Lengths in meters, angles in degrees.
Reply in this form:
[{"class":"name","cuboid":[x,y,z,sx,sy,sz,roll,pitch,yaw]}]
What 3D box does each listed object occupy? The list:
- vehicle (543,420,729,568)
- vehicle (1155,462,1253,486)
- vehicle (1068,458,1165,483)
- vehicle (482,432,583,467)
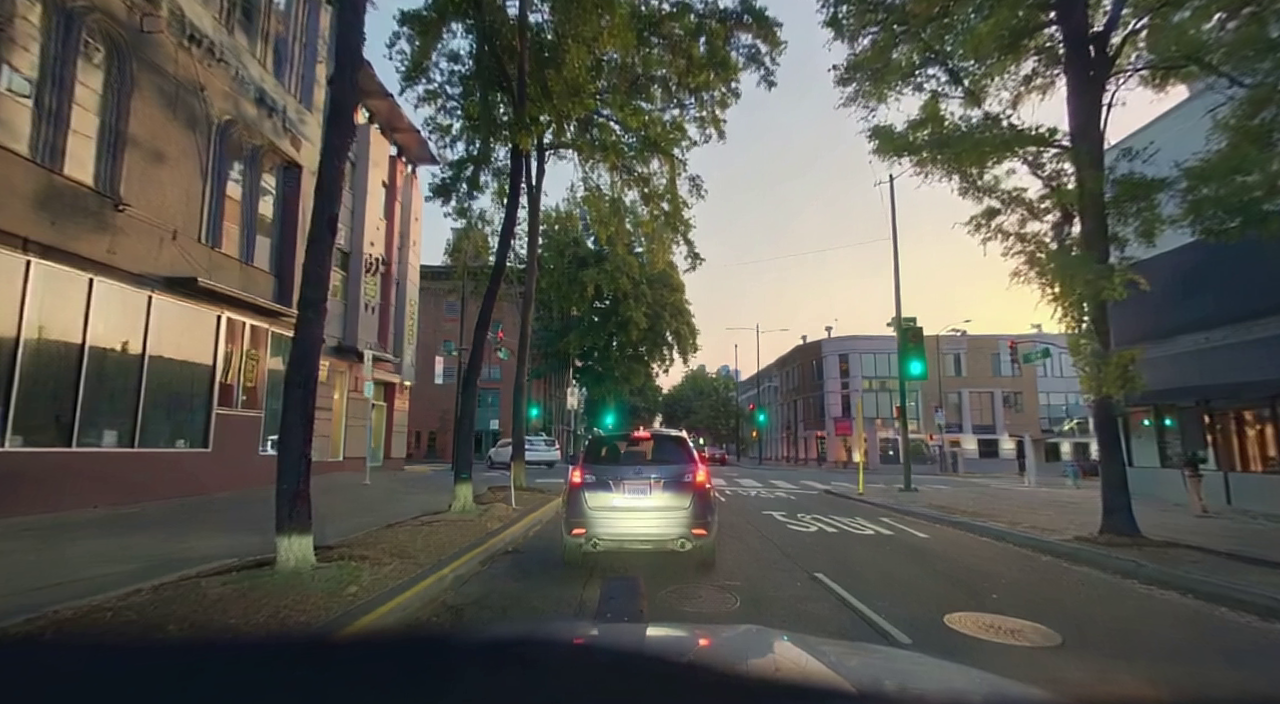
[{"class":"vehicle","cuboid":[-0.075,1.875,9.042,2.079,1.621,3.861,0,-9,-1]},{"class":"vehicle","cuboid":[35.902,7.756,40.182,4.457,1.409,1.873,0,-9,-2]},{"class":"vehicle","cuboid":[30.187,7.513,39.986,4.668,1.441,1.904,0,-9,-4]},{"class":"vehicle","cuboid":[-5.319,4.807,31.041,4.536,1.586,2.254,-6,-10,33]}]
